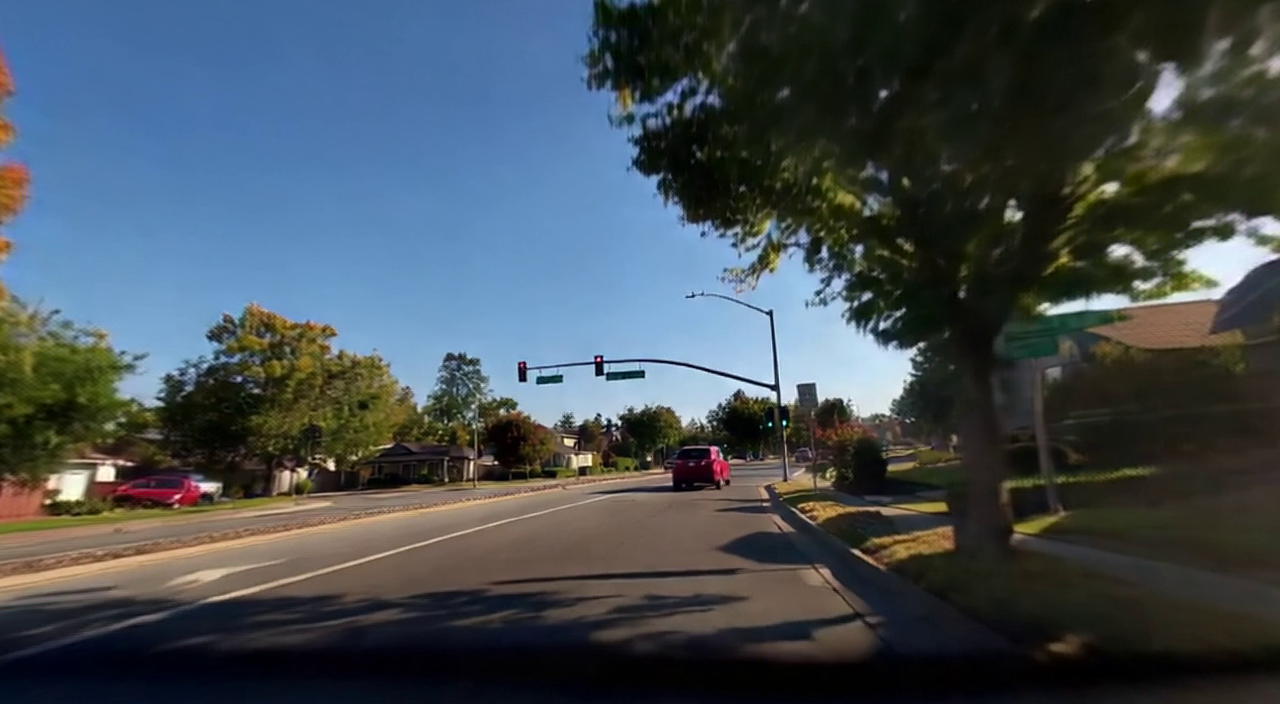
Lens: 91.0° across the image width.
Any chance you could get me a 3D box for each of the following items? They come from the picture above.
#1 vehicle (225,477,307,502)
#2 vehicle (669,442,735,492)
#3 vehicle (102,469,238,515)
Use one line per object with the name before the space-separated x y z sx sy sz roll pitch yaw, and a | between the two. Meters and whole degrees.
vehicle | -28.524 10.460 48.106 4.697 1.691 2.486 0 -8 -2
vehicle | 2.773 4.904 27.300 2.059 1.908 4.714 -3 -9 15
vehicle | -23.476 6.972 31.838 2.332 1.896 5.688 -1 -9 2
